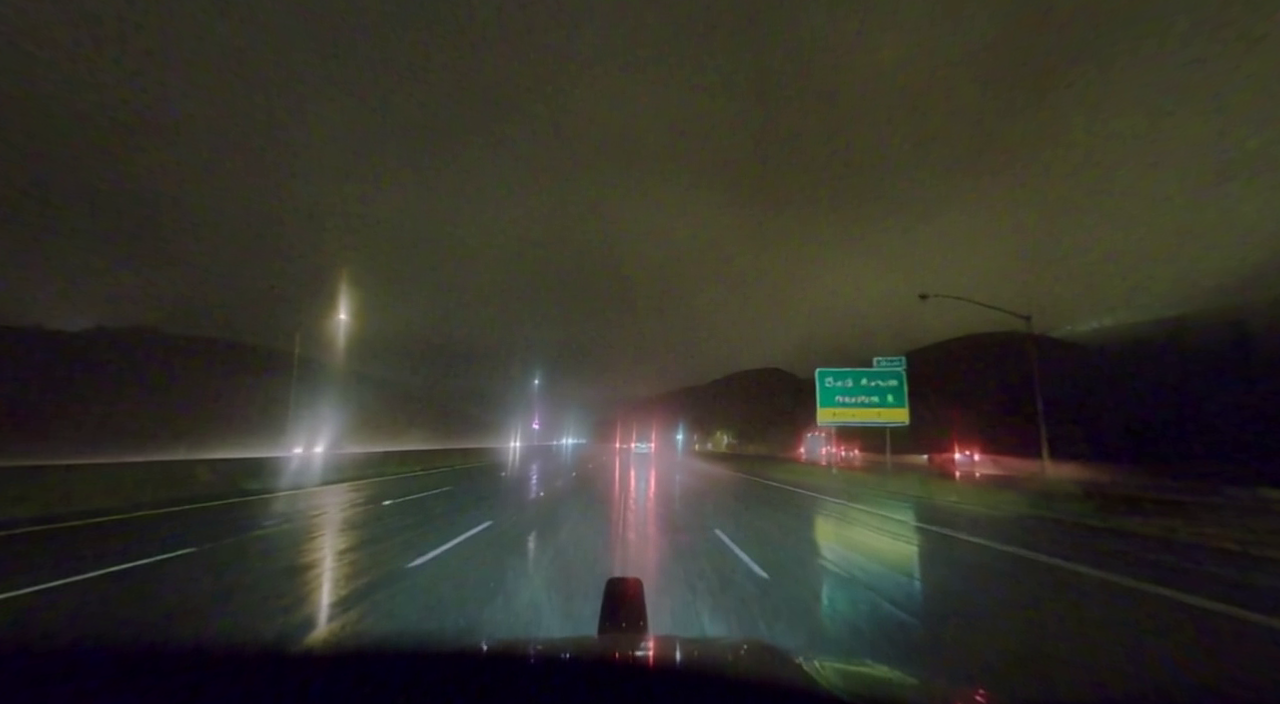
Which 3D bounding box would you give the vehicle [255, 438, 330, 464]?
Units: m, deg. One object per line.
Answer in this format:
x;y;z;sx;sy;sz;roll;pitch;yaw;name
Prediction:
-21.293;6.093;38.897;1.977;1.487;4.720;0;-9;-1;vehicle

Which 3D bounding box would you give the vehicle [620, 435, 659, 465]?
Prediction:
-0.104;6.615;42.653;2.431;1.916;4.808;0;-8;-3;vehicle
